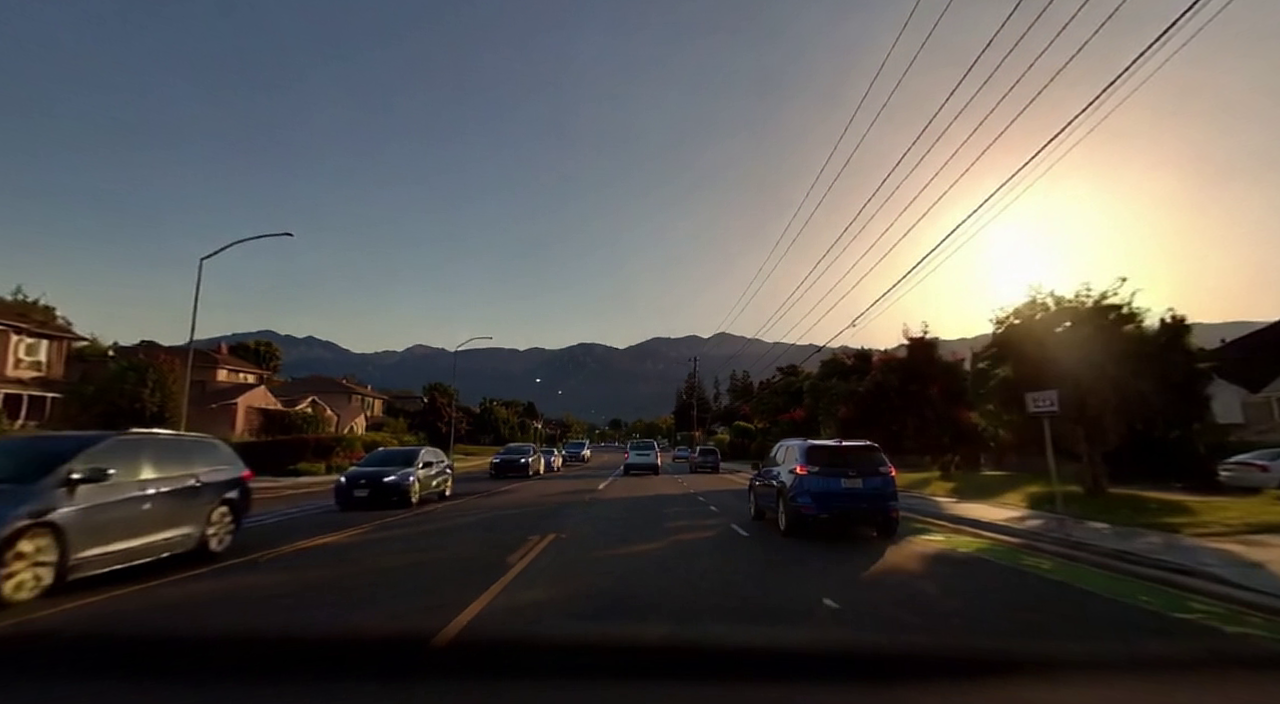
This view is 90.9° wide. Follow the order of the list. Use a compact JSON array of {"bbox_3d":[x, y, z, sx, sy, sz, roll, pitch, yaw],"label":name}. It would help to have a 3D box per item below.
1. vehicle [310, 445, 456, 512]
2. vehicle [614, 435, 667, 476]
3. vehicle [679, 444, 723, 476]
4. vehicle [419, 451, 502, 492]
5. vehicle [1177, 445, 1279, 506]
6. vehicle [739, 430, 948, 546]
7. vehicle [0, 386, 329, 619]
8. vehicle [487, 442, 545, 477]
[{"bbox_3d":[-6.437,3.171,16.478,1.891,1.479,4.624,0,-8,0],"label":"vehicle"},{"bbox_3d":[0.021,5.529,33.854,2.636,2.011,5.130,0,-8,0],"label":"vehicle"},{"bbox_3d":[3.364,6.014,35.416,1.957,1.646,4.355,0,-8,-1],"label":"vehicle"},{"bbox_3d":[-6.463,4.326,23.152,1.770,1.305,4.258,0,-8,1],"label":"vehicle"},{"bbox_3d":[17.202,3.189,16.368,4.656,1.461,1.955,0,-9,1],"label":"vehicle"},{"bbox_3d":[3.320,2.313,11.533,2.155,1.658,4.721,0,-8,-1],"label":"vehicle"},{"bbox_3d":[-6.221,1.611,7.718,1.993,1.884,5.481,0,-8,0],"label":"vehicle"},{"bbox_3d":[-6.407,5.610,33.117,2.095,1.695,4.431,0,-8,0],"label":"vehicle"}]
